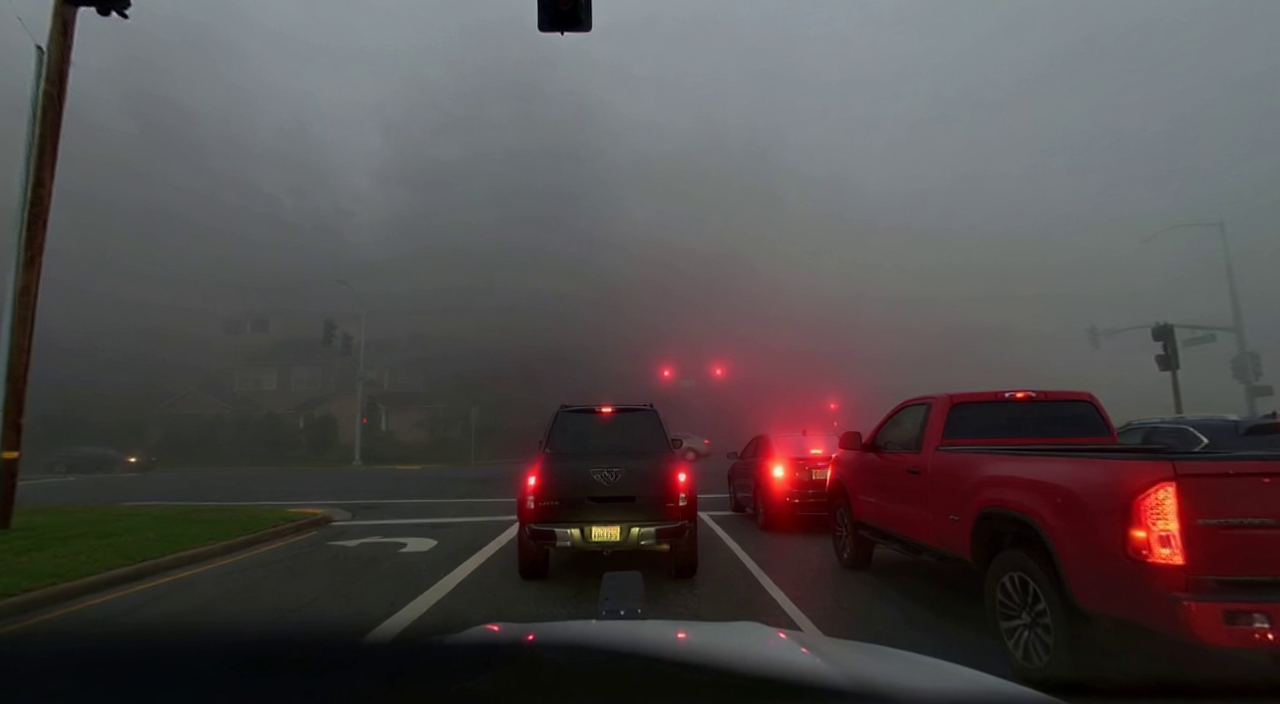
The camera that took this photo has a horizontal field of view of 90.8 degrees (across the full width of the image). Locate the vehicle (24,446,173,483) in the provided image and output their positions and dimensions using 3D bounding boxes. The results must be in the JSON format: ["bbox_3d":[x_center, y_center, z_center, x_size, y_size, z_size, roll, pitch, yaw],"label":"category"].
[{"bbox_3d":[-23.033,4.787,27.029,4.533,1.350,1.714,0,-7,-8],"label":"vehicle"}]

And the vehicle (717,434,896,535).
[{"bbox_3d":[2.715,2.269,11.543,1.952,1.465,4.421,0,-8,-2],"label":"vehicle"}]

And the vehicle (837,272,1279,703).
[{"bbox_3d":[2.970,0.934,3.778,1.886,1.849,5.070,0,-8,-1],"label":"vehicle"}]

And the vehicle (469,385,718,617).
[{"bbox_3d":[-0.313,1.399,6.659,1.915,1.780,3.379,0,-8,2],"label":"vehicle"}]
